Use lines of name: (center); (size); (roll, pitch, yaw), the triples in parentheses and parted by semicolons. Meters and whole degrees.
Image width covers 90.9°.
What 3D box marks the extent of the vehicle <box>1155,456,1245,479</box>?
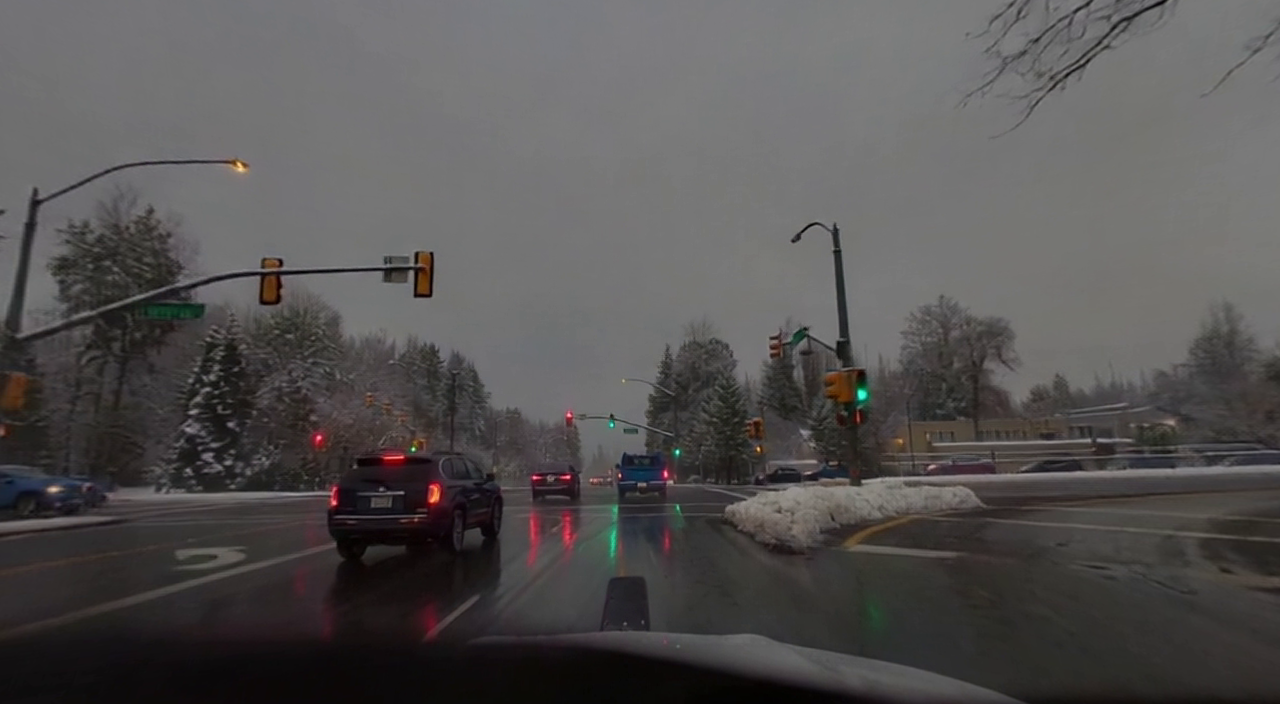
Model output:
vehicle: (37.893, 7.792, 42.709); (4.525, 1.468, 1.839); (1, -9, -5)

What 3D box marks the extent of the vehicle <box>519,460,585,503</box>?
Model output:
vehicle: (-3.428, 5.162, 25.517); (2.013, 1.474, 4.393); (0, -8, 0)

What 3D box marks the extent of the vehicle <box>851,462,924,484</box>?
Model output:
vehicle: (18.202, 8.924, 46.430); (4.478, 1.495, 2.063); (0, -9, -1)

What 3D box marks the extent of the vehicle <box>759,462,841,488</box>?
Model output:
vehicle: (10.716, 8.287, 42.447); (4.875, 1.473, 2.077); (-2, -12, -2)

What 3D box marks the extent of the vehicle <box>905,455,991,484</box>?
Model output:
vehicle: (20.804, 7.950, 42.688); (4.585, 1.681, 2.140); (-2, -10, 0)

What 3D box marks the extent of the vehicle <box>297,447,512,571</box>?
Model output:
vehicle: (-3.319, 2.242, 9.724); (1.960, 1.528, 3.490); (0, -8, -1)

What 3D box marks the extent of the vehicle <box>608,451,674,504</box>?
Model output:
vehicle: (0.058, 4.461, 22.770); (2.163, 1.678, 3.846); (0, -8, 1)

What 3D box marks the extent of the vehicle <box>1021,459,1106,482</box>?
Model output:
vehicle: (28.745, 8.039, 42.866); (4.365, 1.448, 1.928); (0, -9, 0)
